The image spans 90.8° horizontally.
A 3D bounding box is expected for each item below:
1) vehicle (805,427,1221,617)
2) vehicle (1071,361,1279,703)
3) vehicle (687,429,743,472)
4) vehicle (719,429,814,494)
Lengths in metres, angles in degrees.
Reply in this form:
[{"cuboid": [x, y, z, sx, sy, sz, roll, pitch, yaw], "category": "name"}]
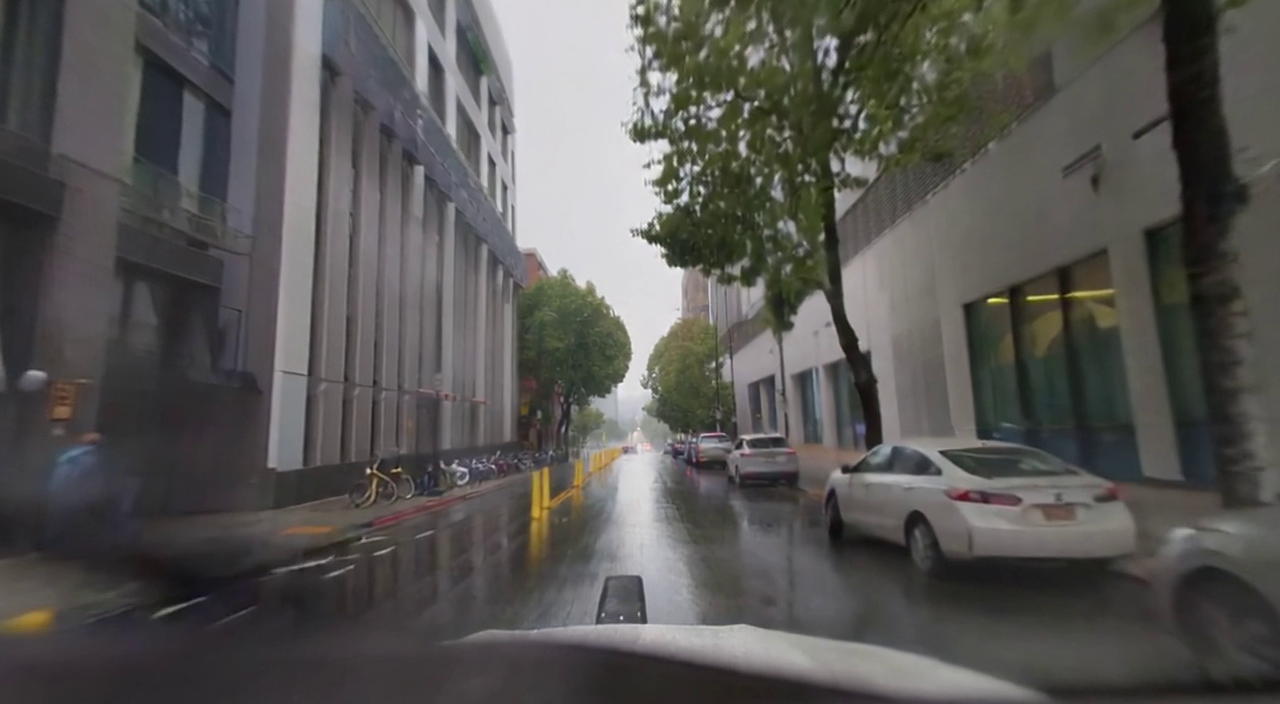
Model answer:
[{"cuboid": [3.729, 1.754, 7.725, 1.926, 1.509, 4.985, -1, -8, -2], "category": "vehicle"}, {"cuboid": [3.793, 0.727, 1.796, 1.918, 1.674, 4.464, -1, -8, 0], "category": "vehicle"}, {"cuboid": [3.522, 4.733, 30.541, 2.127, 1.864, 4.892, 0, -8, 1], "category": "vehicle"}, {"cuboid": [3.813, 3.389, 19.881, 1.999, 1.769, 4.191, -1, -8, -2], "category": "vehicle"}]
